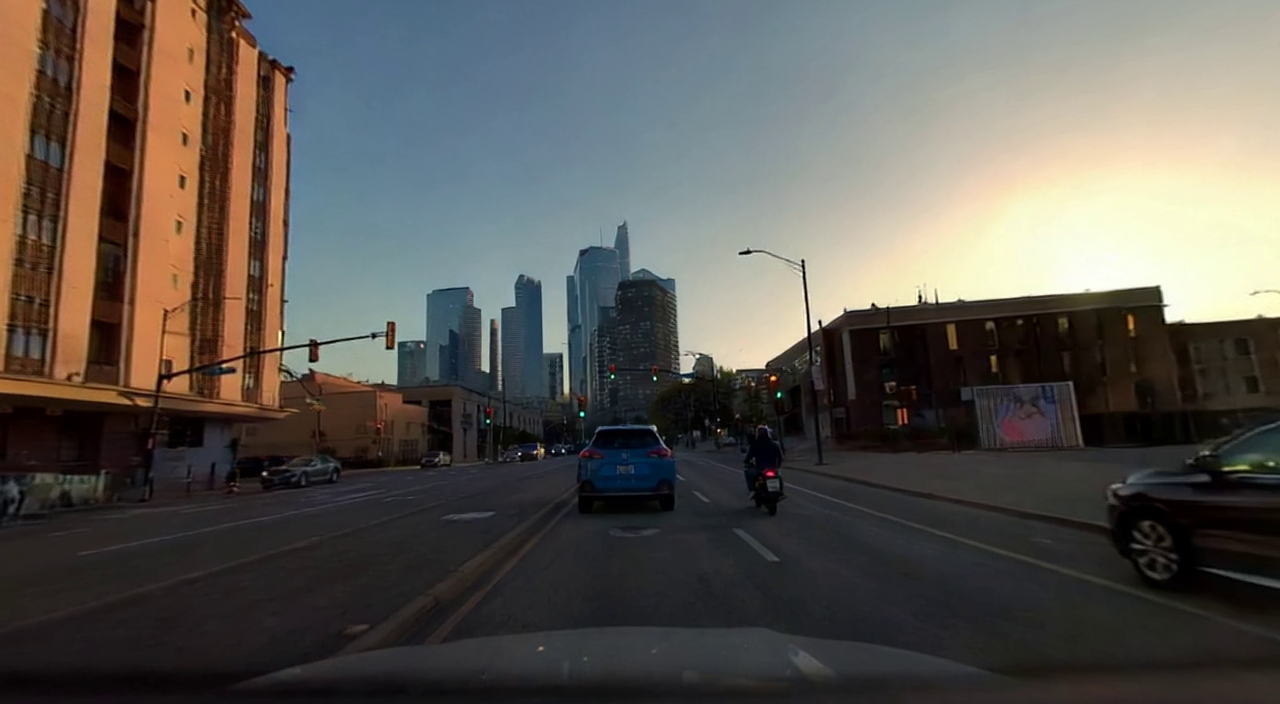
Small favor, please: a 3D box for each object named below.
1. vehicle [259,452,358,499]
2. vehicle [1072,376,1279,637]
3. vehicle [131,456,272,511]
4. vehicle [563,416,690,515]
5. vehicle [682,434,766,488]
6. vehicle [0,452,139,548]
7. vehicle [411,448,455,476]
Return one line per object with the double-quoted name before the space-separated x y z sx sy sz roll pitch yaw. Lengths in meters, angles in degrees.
"vehicle" -14.000 5.202 26.998 1.926 1.732 4.635 0 -9 -3
"vehicle" 5.245 0.958 3.756 2.030 1.709 4.687 0 -9 1
"vehicle" -17.878 5.344 26.133 2.134 1.915 5.317 0 -9 -2
"vehicle" -0.233 2.356 13.426 2.265 1.748 4.130 0 -9 0
"vehicle" 2.545 3.468 20.340 2.101 1.507 4.355 0 -9 0
"vehicle" -13.551 2.994 12.919 2.142 1.826 5.471 0 -9 -1
"vehicle" -14.518 7.720 44.567 1.871 1.786 4.386 0 -9 -4
